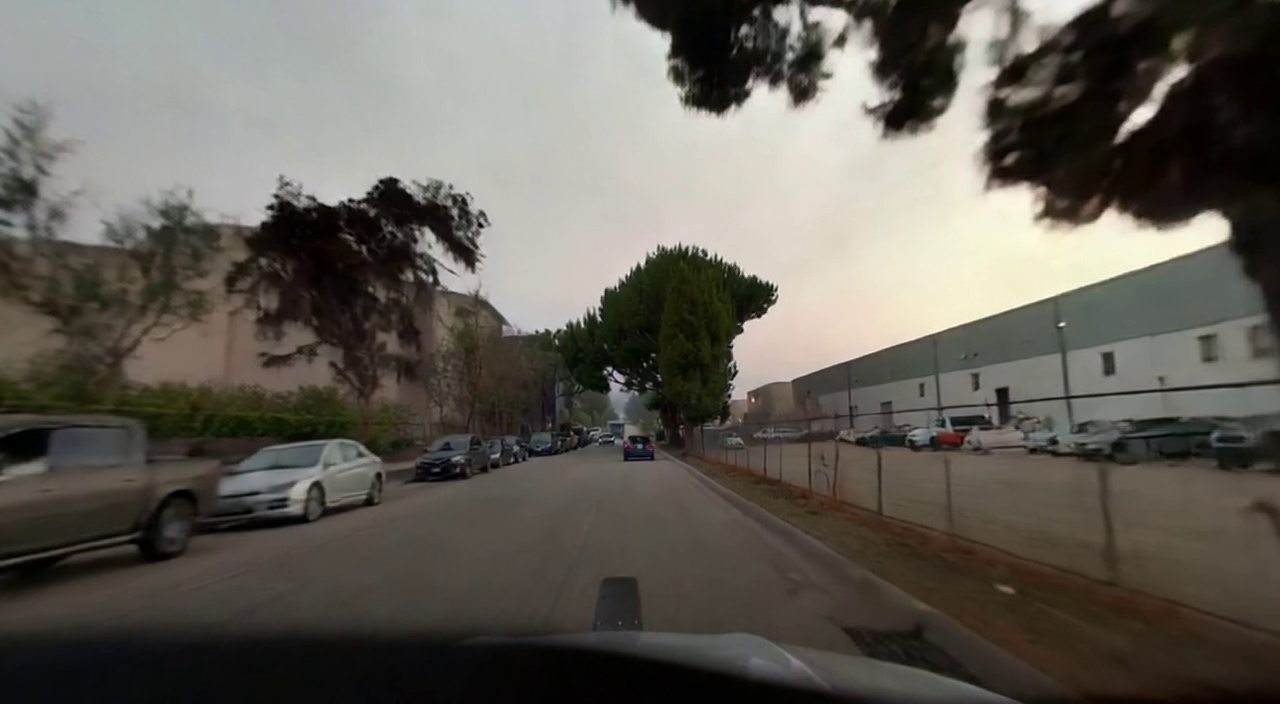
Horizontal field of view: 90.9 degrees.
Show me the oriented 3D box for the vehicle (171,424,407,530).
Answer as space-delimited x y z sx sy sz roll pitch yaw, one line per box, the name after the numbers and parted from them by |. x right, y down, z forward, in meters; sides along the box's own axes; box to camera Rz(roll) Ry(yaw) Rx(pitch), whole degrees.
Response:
-6.186 2.197 11.839 2.013 1.609 4.152 0 -7 0 | vehicle

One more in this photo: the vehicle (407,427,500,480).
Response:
-6.413 3.514 22.242 1.926 1.647 4.185 0 -7 1 | vehicle

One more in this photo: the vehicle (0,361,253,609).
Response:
-6.204 1.242 5.950 2.005 1.989 4.929 -3 -9 0 | vehicle

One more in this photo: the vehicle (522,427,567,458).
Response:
-6.401 6.142 42.736 2.139 1.943 5.295 -1 -9 1 | vehicle

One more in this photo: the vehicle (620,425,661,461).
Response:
0.015 5.053 35.274 2.152 1.874 4.042 0 -7 0 | vehicle
